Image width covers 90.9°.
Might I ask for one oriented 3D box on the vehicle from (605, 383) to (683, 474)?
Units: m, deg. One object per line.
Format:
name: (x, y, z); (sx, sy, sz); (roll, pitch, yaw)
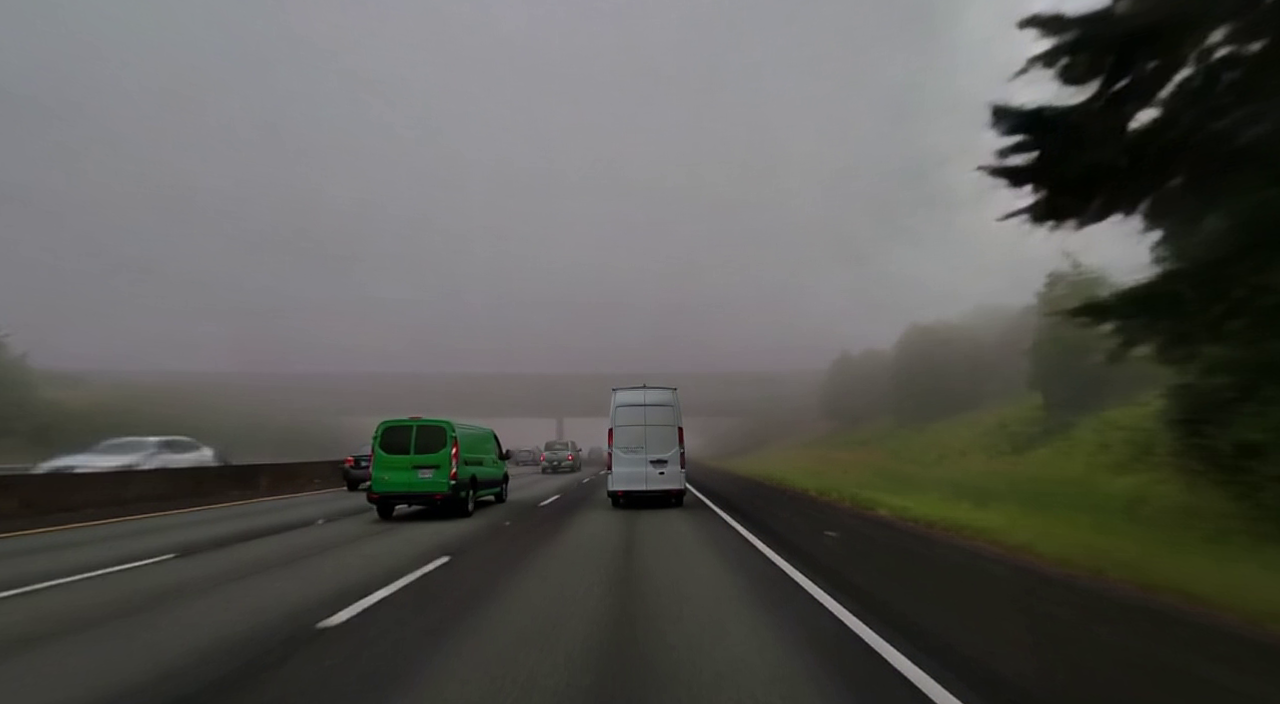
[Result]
vehicle: (0.451, 4.648, 35.915); (3.289, 3.822, 18.653); (0, -9, 2)

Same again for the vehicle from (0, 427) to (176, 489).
vehicle: (-18.734, 3.603, 21.535); (2.077, 1.868, 4.734); (0, -9, 0)

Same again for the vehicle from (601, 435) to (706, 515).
vehicle: (0.251, 2.634, 13.832); (1.991, 1.507, 3.391); (0, -9, 0)

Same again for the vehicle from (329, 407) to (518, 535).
vehicle: (-3.622, 2.081, 11.437); (1.951, 1.882, 3.979); (0, -9, 0)

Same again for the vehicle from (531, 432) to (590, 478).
vehicle: (-3.437, 4.582, 28.063); (2.068, 1.862, 4.234); (0, -9, 0)
